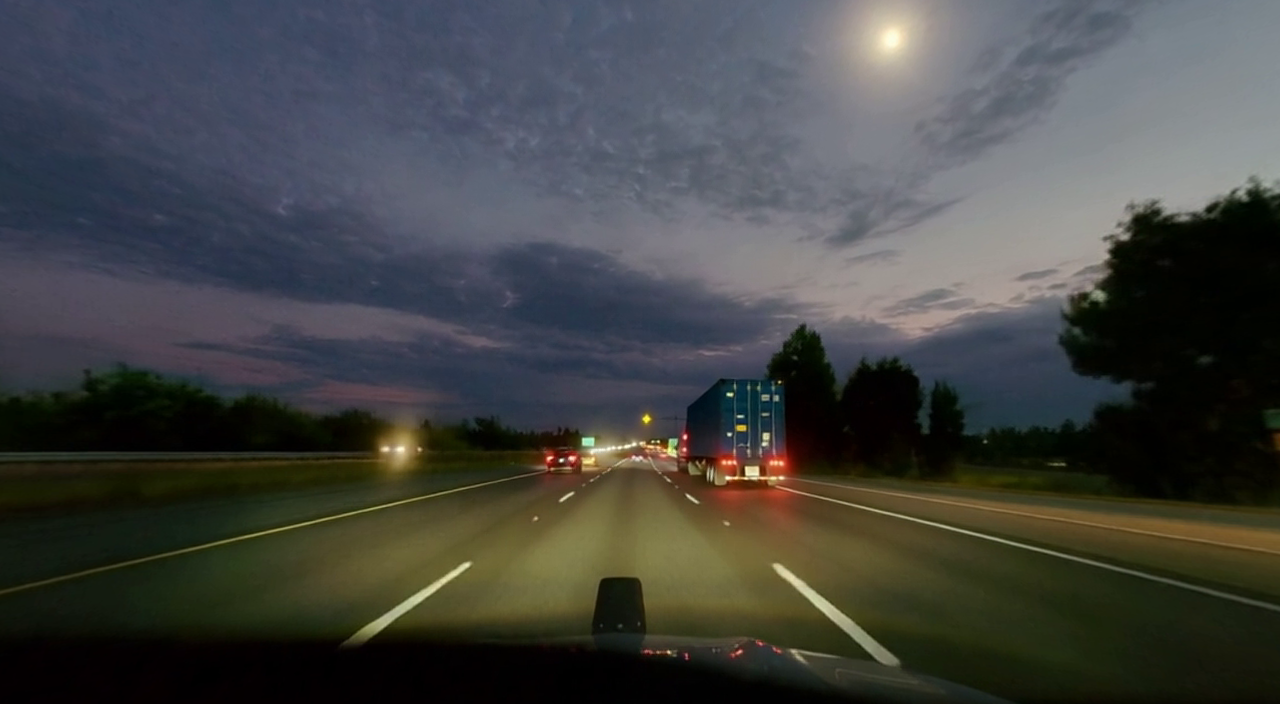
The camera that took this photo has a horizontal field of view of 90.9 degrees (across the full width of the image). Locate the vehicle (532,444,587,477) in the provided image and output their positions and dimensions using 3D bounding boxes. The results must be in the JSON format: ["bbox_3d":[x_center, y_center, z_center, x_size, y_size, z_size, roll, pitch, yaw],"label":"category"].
[{"bbox_3d":[-4.330,5.941,34.808,2.370,1.647,5.091,0,-9,0],"label":"vehicle"}]

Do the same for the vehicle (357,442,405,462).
[{"bbox_3d":[-20.202,7.842,49.293,1.828,1.455,4.660,0,-9,-1],"label":"vehicle"}]

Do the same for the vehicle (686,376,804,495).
[{"bbox_3d":[4.044,3.836,28.017,2.821,4.046,12.876,0,-9,-1],"label":"vehicle"}]
